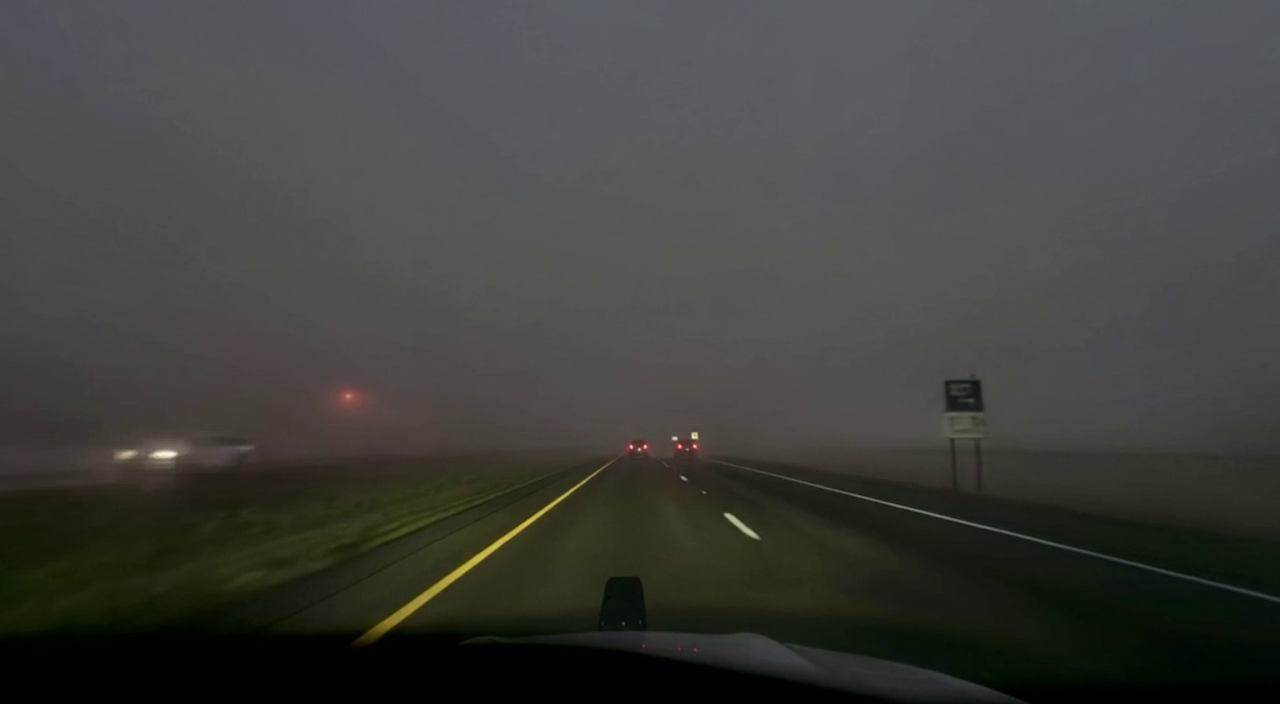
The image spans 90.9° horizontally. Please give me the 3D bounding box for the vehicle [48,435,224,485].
[{"bbox_3d":[-17.448,3.754,22.285,2.123,1.526,4.995,0,-8,0],"label":"vehicle"}]
